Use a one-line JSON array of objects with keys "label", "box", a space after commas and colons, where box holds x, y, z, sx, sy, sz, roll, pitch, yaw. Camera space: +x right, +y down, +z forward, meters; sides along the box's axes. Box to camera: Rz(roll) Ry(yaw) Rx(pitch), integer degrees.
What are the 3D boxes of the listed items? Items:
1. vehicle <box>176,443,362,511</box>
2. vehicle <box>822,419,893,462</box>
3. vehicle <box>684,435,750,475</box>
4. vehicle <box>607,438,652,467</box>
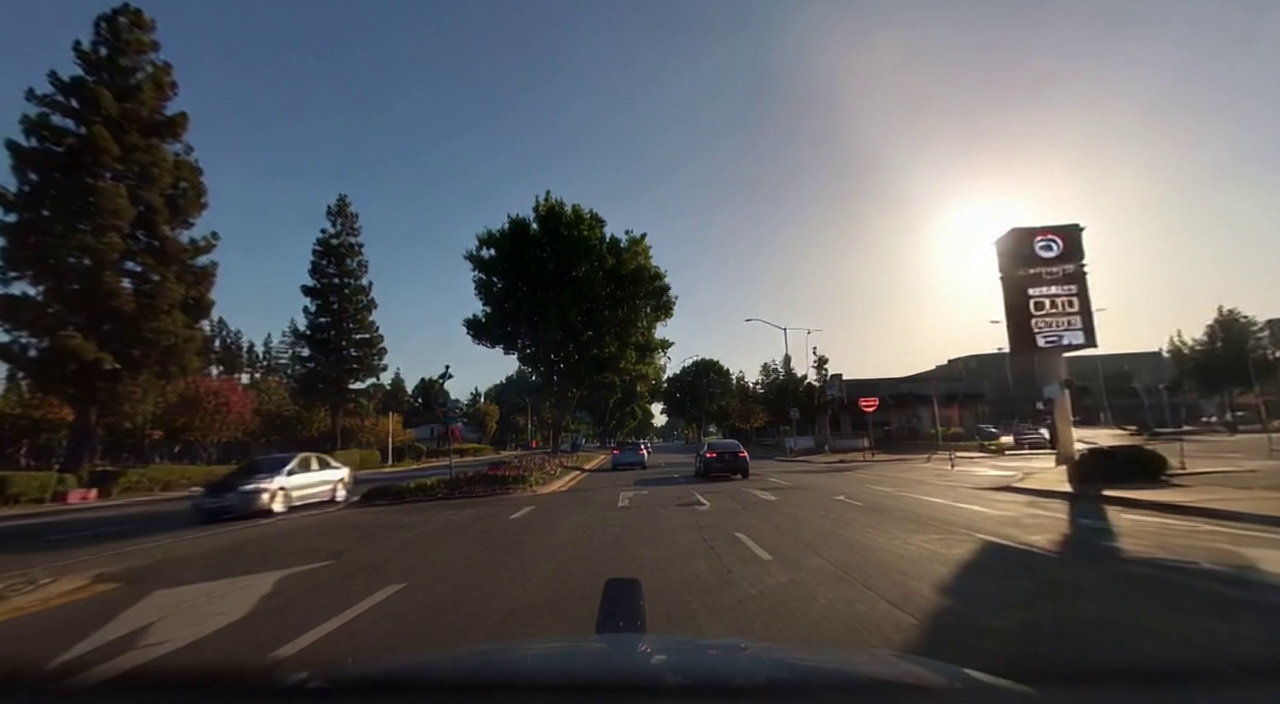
[{"label": "vehicle", "box": [-9.536, 3.207, 16.823, 2.140, 1.549, 4.590, 0, -8, 0]}, {"label": "vehicle", "box": [13.248, 5.428, 38.717, 3.340, 2.479, 2.547, 0, -8, -2]}, {"label": "vehicle", "box": [3.065, 4.210, 26.076, 2.057, 1.491, 4.675, 0, -8, -1]}, {"label": "vehicle", "box": [-0.510, 5.353, 33.828, 2.242, 1.474, 4.127, 0, -8, 0]}]
